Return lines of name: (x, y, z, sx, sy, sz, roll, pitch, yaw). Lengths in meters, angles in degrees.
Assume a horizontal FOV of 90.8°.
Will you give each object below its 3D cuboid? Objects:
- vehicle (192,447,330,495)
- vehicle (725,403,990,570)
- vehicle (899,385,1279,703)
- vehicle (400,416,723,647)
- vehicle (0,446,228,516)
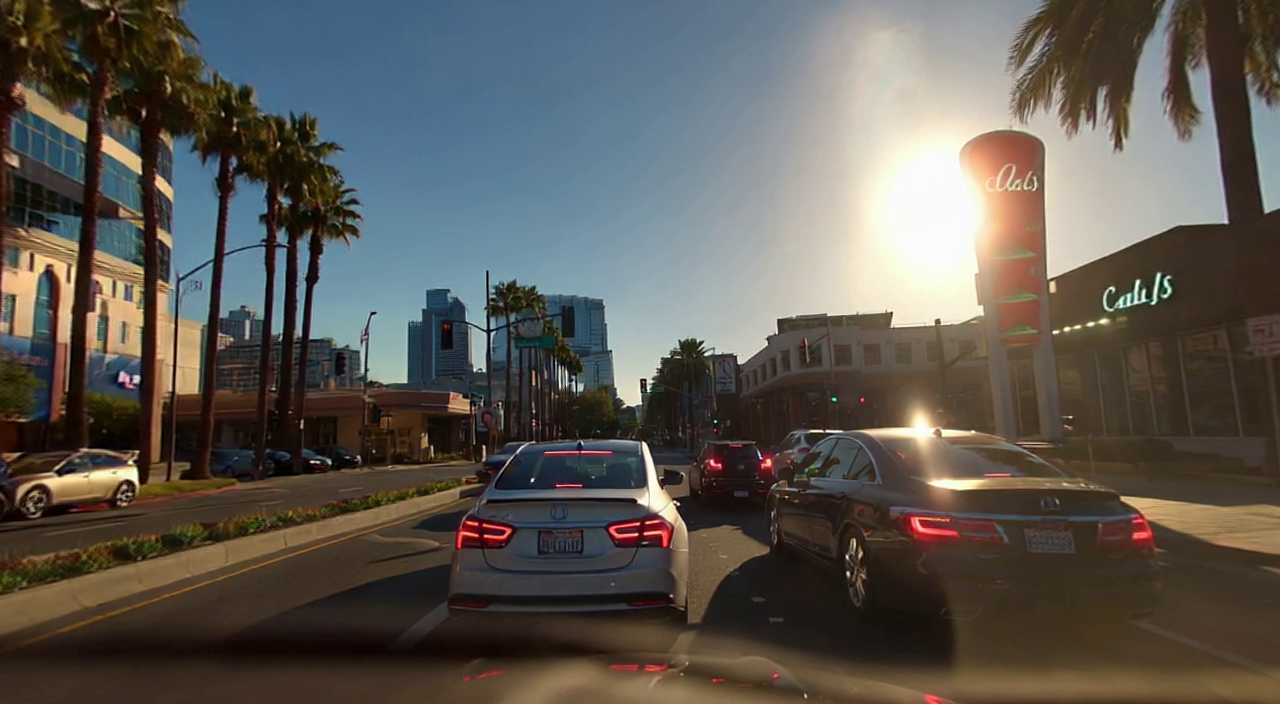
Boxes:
vehicle: (-12.861, 4.026, 21.872, 1.856, 1.455, 4.700, 0, -9, 0)
vehicle: (2.638, 1.770, 9.060, 2.096, 1.775, 4.440, 0, -9, -1)
vehicle: (2.622, 0.811, 1.476, 2.085, 1.469, 4.458, 0, -9, -1)
vehicle: (-0.521, 1.478, 6.224, 2.096, 1.492, 4.071, 0, -9, 0)
vehicle: (-12.864, 3.134, 15.938, 1.870, 1.475, 4.531, 0, -9, 0)
